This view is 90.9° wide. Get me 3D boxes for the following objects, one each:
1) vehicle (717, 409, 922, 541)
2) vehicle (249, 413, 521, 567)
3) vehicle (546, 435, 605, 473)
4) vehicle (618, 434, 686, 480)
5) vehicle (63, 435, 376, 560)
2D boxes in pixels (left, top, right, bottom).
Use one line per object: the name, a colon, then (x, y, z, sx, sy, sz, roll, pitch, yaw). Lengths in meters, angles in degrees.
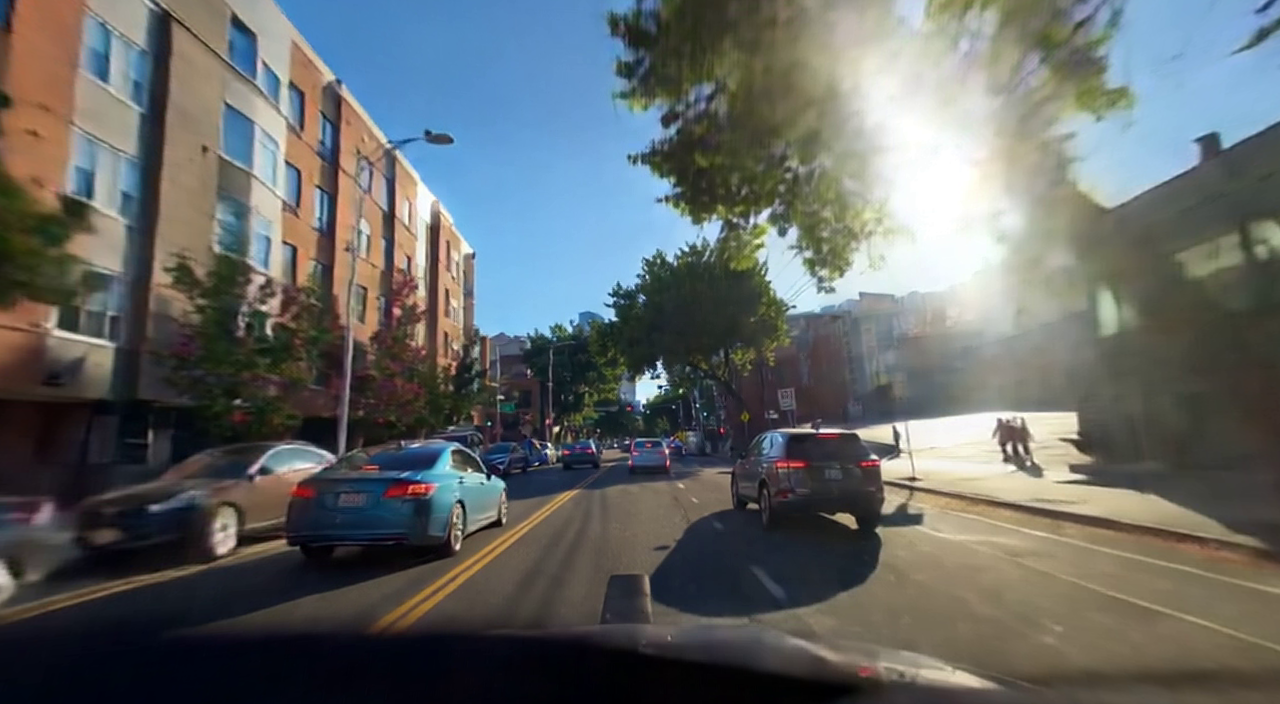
vehicle: (2.618, 1.928, 10.496, 2.094, 1.709, 4.394, 0, -8, 0)
vehicle: (-3.093, 1.760, 8.755, 2.085, 1.619, 3.976, 0, -8, 0)
vehicle: (-2.697, 4.405, 27.447, 2.019, 1.507, 4.643, 0, -8, 1)
vehicle: (0.373, 3.657, 22.236, 2.139, 1.466, 4.373, 0, -8, 0)
vehicle: (-5.891, 2.040, 9.628, 1.797, 1.462, 4.218, 0, -8, 1)
